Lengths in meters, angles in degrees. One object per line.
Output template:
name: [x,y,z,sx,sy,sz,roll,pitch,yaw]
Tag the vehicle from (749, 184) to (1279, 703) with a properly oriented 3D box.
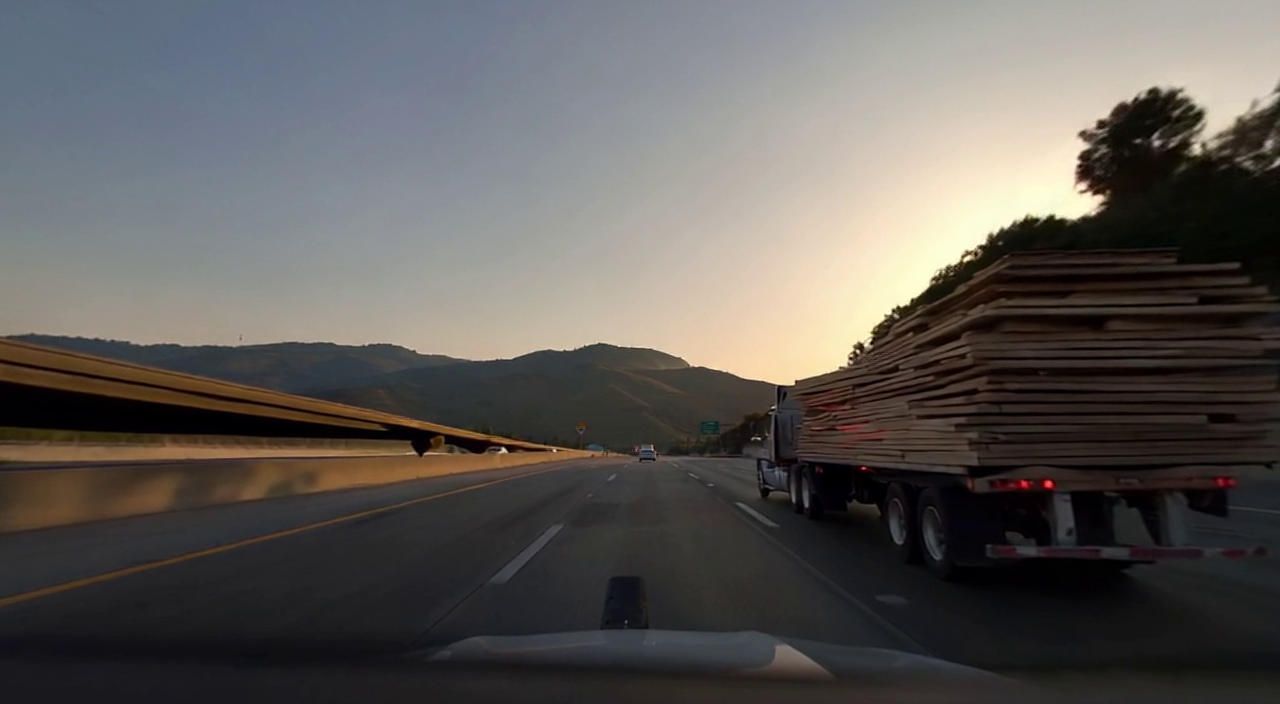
vehicle: [4.127,1.274,8.997,3.326,3.089,10.642,0,-9,1]
